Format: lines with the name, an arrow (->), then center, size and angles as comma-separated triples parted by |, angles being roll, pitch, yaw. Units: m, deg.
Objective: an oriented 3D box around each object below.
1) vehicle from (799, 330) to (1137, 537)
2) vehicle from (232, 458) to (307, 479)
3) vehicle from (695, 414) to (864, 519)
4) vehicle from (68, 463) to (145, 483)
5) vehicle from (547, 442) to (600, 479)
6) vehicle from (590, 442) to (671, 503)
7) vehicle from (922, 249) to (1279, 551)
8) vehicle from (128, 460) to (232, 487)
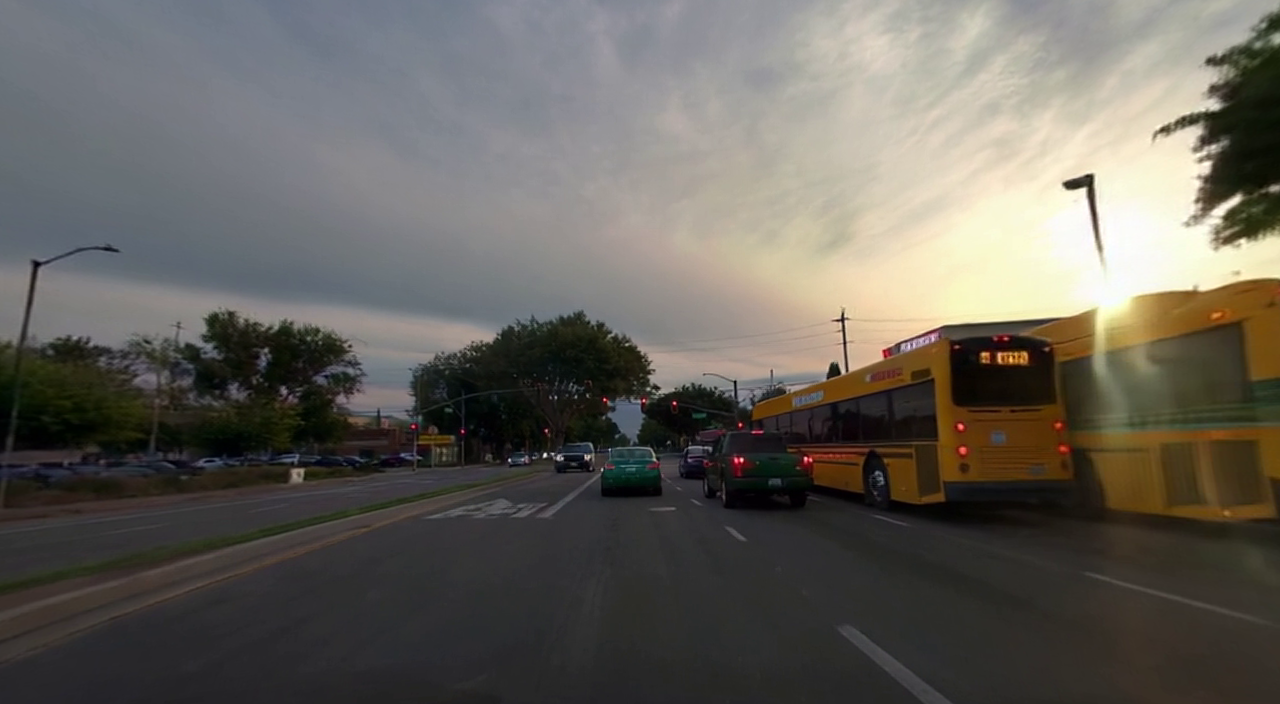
vehicle -> 6.347, 1.944, 14.611 | 2.879, 3.318, 8.881 | 0, -9, -1
vehicle -> -28.083, 8.788, 47.945 | 4.800, 1.461, 1.831 | 5, -10, -32
vehicle -> 2.891, 2.623, 14.910 | 2.490, 1.951, 5.931 | 0, -9, -1
vehicle -> -41.307, 9.383, 48.948 | 4.357, 1.470, 1.808 | -1, -9, 4
vehicle -> -3.253, 5.410, 31.684 | 2.180, 1.708, 4.397 | 0, -9, 0
vehicle -> -0.291, 3.376, 18.090 | 2.071, 1.525, 3.723 | 0, -9, -1
vehicle -> 10.190, 1.403, 13.649 | 3.181, 4.110, 10.468 | 0, -9, -1
vehicle -> -28.445, 7.517, 39.276 | 4.881, 1.458, 1.914 | 4, -10, -27
